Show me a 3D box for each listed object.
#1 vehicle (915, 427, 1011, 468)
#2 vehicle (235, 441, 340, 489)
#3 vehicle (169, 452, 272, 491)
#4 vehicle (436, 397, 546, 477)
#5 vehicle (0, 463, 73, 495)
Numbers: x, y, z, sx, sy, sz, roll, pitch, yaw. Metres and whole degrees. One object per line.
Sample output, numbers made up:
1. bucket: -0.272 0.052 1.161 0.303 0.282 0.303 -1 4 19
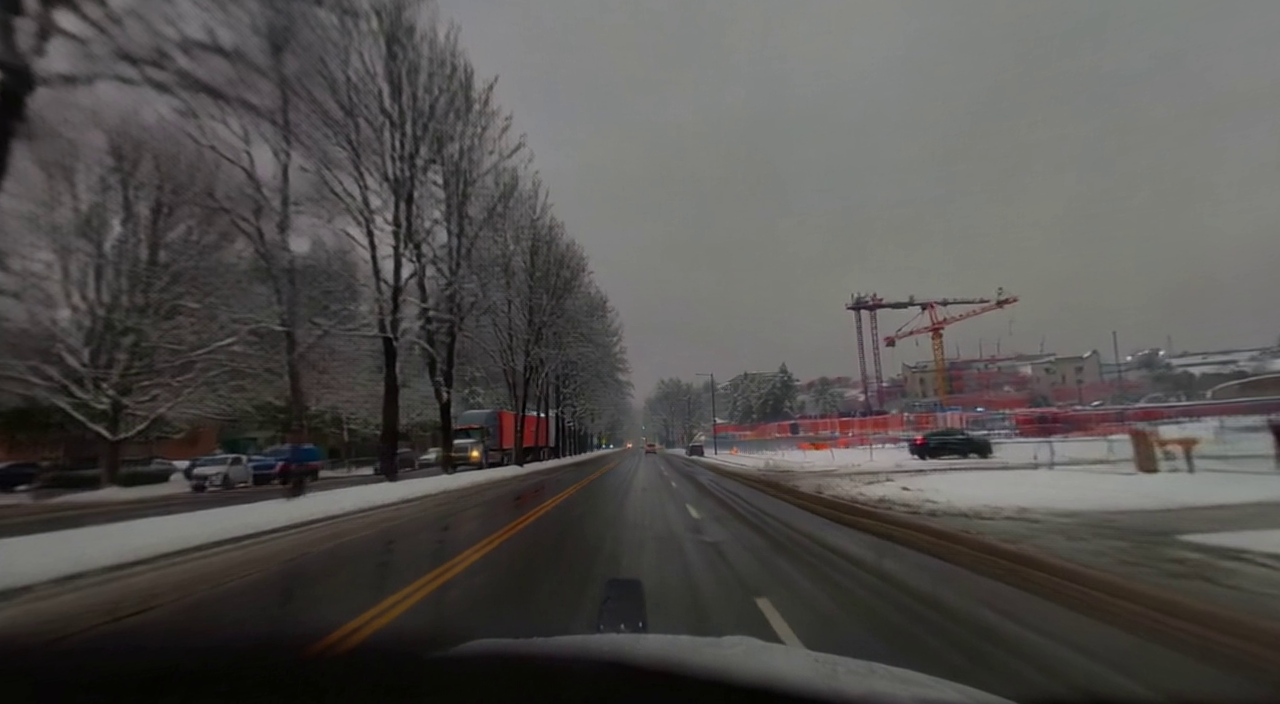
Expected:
1. vehicle: 16.477 4.923 32.462 2.021 1.835 5.654 2 -8 1
2. vehicle: -18.201 5.802 32.801 2.154 1.987 5.836 -5 -7 0
3. vehicle: -21.521 6.115 32.482 2.168 1.800 4.603 0 -8 -2
4. vehicle: -7.346 4.493 32.732 3.032 3.524 9.640 0 -8 2
5. vehicle: -33.909 6.813 33.765 1.848 1.484 4.574 1 -8 16
